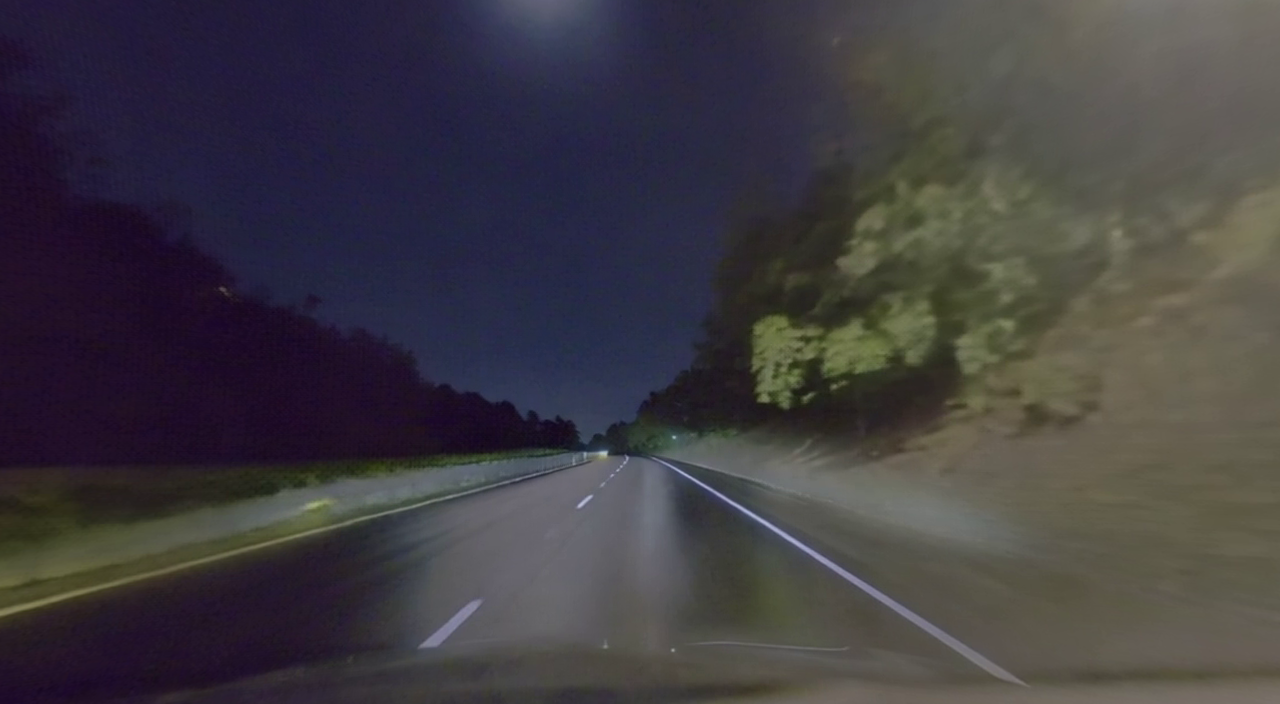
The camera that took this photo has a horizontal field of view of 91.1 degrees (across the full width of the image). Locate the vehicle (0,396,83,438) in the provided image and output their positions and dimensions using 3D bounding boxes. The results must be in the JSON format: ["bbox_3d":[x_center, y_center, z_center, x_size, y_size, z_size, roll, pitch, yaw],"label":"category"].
[{"bbox_3d":[-47.059,5.070,48.404,2.721,2.776,5.478,-12,-13,34],"label":"vehicle"}]
